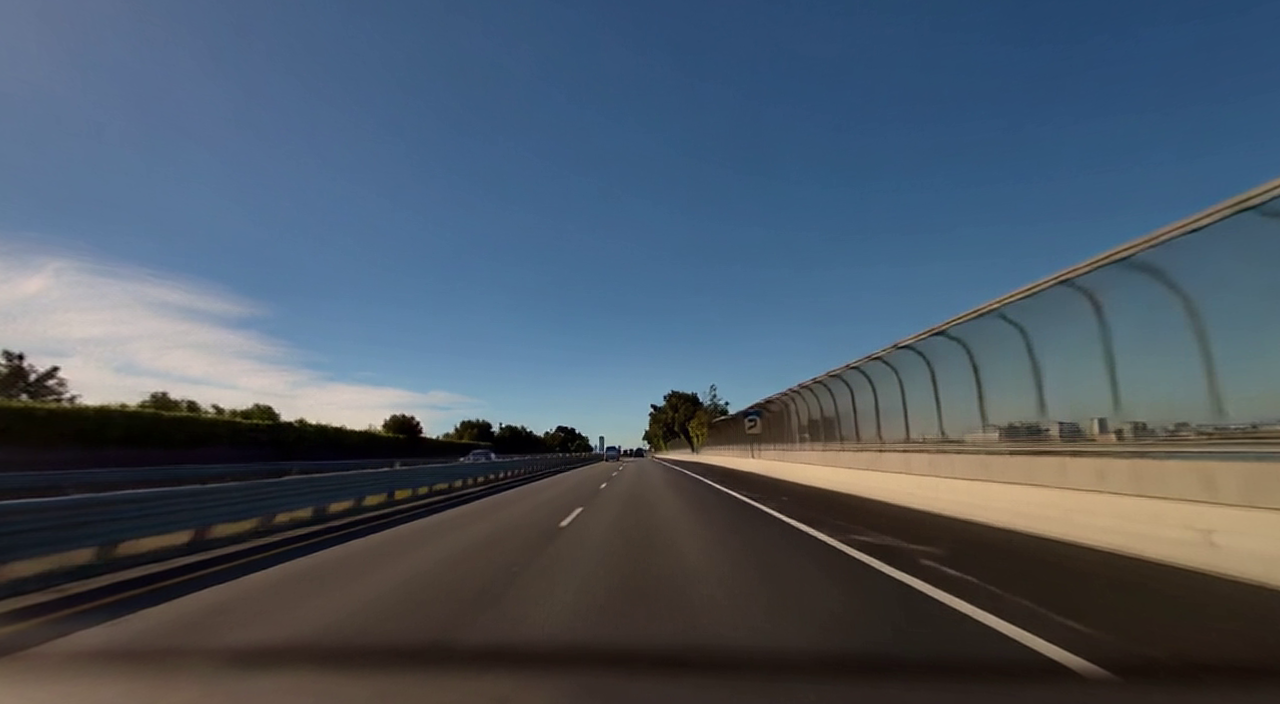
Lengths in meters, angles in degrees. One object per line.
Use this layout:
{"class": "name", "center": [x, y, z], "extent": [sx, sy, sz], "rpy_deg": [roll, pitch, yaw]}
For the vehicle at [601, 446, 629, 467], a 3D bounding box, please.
{"class": "vehicle", "center": [-1.950, 8.179, 49.388], "extent": [2.050, 1.530, 4.144], "rpy_deg": [0, -8, 0]}
